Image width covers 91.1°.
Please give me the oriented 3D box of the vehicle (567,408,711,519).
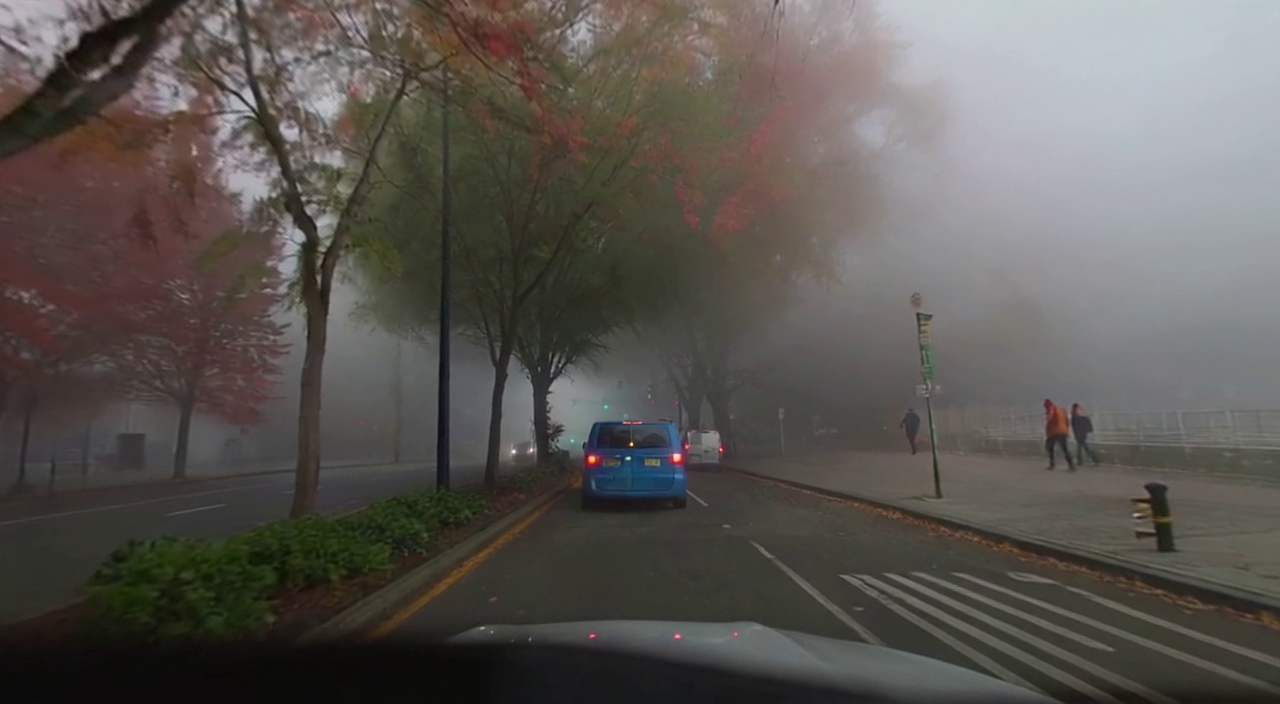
[{"bbox_3d":[-0.055,2.037,12.021,2.274,1.736,4.083,0,-8,-1],"label":"vehicle"}]
